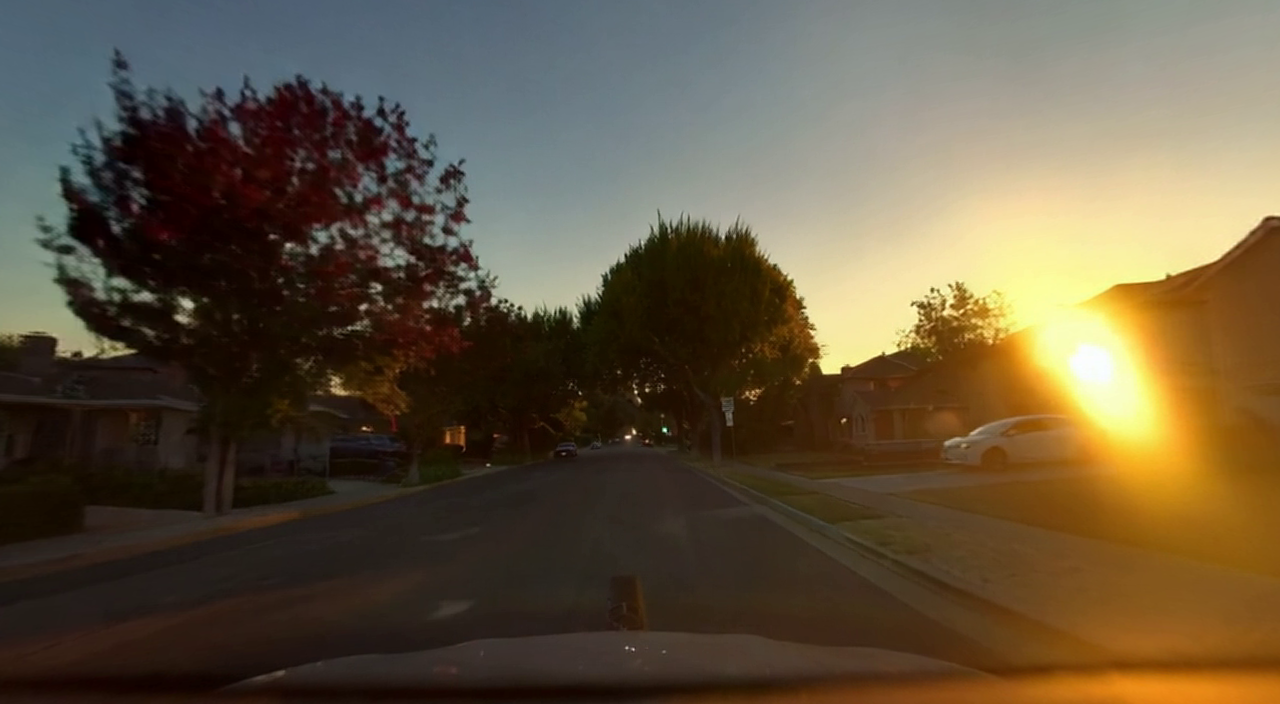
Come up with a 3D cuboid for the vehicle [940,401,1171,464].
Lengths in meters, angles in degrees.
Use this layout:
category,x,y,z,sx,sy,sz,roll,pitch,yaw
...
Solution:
category,x,y,z,sx,sy,sz,roll,pitch,yaw
vehicle,11.249,2.238,17.422,4.894,1.616,1.965,-1,-9,2
